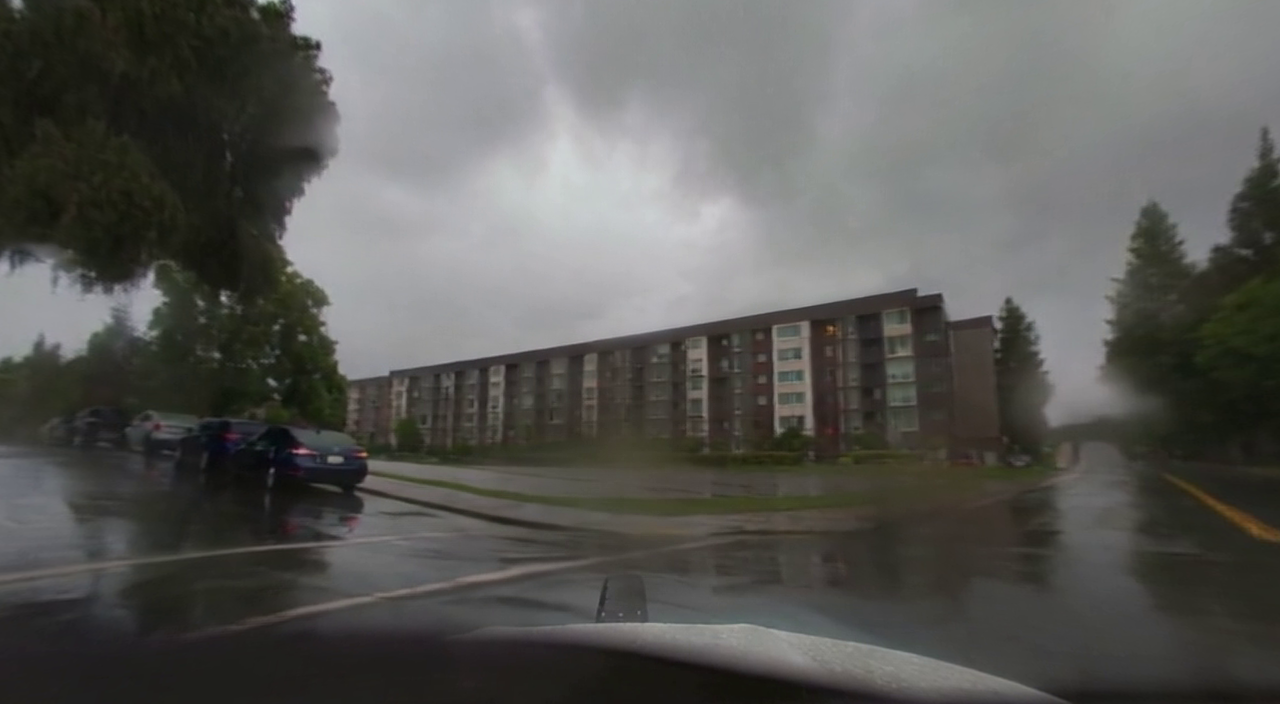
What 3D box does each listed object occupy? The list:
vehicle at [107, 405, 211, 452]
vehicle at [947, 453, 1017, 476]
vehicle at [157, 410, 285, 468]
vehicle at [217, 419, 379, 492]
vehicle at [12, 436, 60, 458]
[{"bbox_3d":[-17.132,2.766,22.419,4.402,1.513,1.879,-7,-11,40],"label":"vehicle"},{"bbox_3d":[24.812,8.146,45.932,4.115,1.580,1.702,-7,-11,41],"label":"vehicle"},{"bbox_3d":[-12.173,2.536,18.256,4.393,1.478,1.776,-7,-11,39],"label":"vehicle"},{"bbox_3d":[-7.971,2.360,14.575,4.322,1.436,1.827,-8,-12,41],"label":"vehicle"},{"bbox_3d":[-41.160,6.475,43.028,4.047,1.451,1.778,-7,-11,40],"label":"vehicle"}]
